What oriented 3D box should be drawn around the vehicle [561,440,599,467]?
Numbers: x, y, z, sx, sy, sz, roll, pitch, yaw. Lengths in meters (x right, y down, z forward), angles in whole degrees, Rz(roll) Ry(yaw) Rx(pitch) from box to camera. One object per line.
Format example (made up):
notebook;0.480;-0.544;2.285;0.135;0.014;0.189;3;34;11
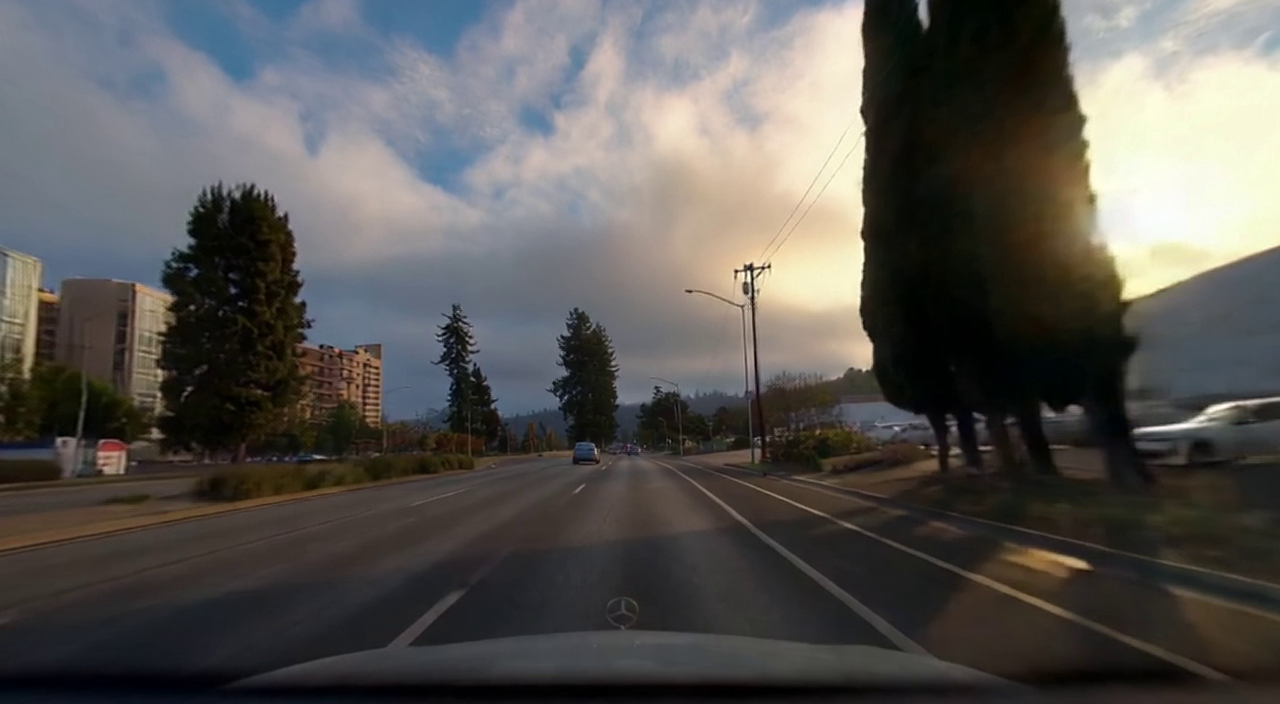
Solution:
vehicle;-3.858;6.577;41.128;2.121;1.654;3.993;0;-8;-1
